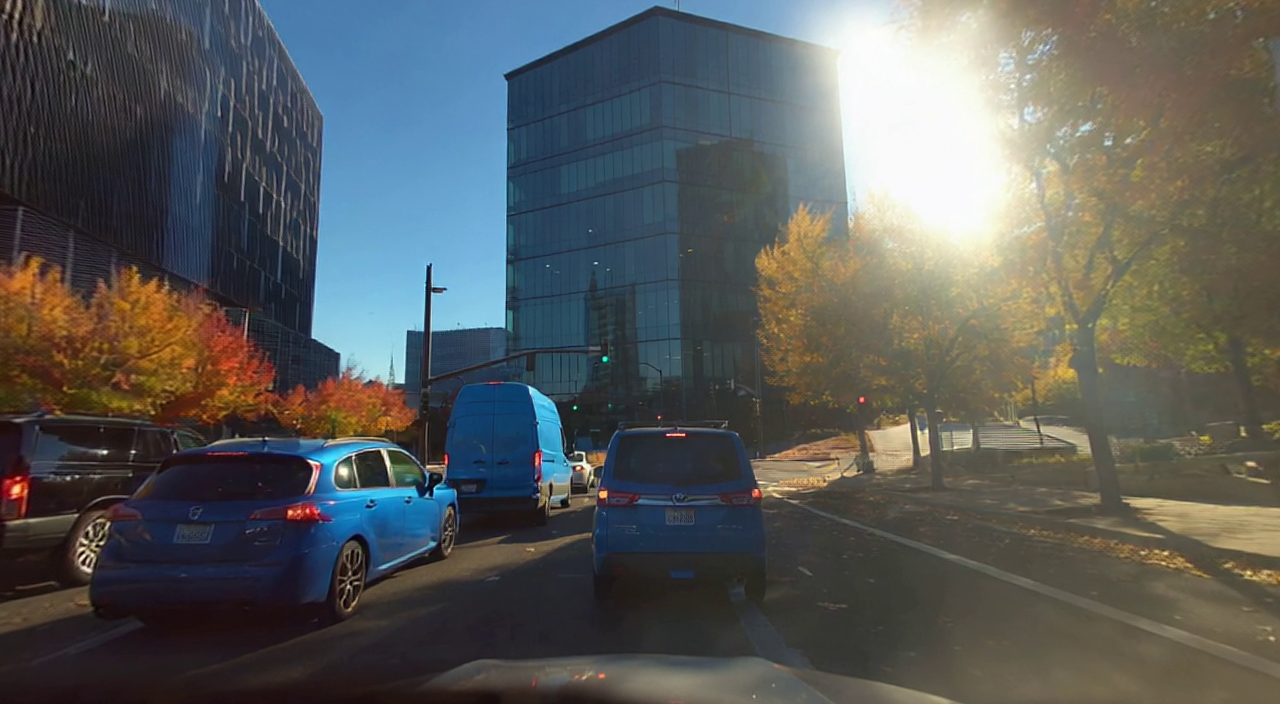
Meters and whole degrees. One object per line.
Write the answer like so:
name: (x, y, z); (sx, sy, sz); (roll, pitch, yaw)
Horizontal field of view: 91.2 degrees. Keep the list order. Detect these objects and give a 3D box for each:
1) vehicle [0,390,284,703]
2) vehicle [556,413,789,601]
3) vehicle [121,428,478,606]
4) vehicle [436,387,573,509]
vehicle: (-2.911, 0.813, 1.523); (1.893, 1.491, 3.798); (0, -9, -1)
vehicle: (0.194, 1.597, 7.203); (1.979, 1.562, 3.630); (0, -9, -3)
vehicle: (-3.486, 1.754, 7.570); (1.955, 1.499, 4.223); (0, -9, 0)
vehicle: (-3.258, 2.541, 16.587); (2.343, 2.635, 5.684); (0, -9, 0)
